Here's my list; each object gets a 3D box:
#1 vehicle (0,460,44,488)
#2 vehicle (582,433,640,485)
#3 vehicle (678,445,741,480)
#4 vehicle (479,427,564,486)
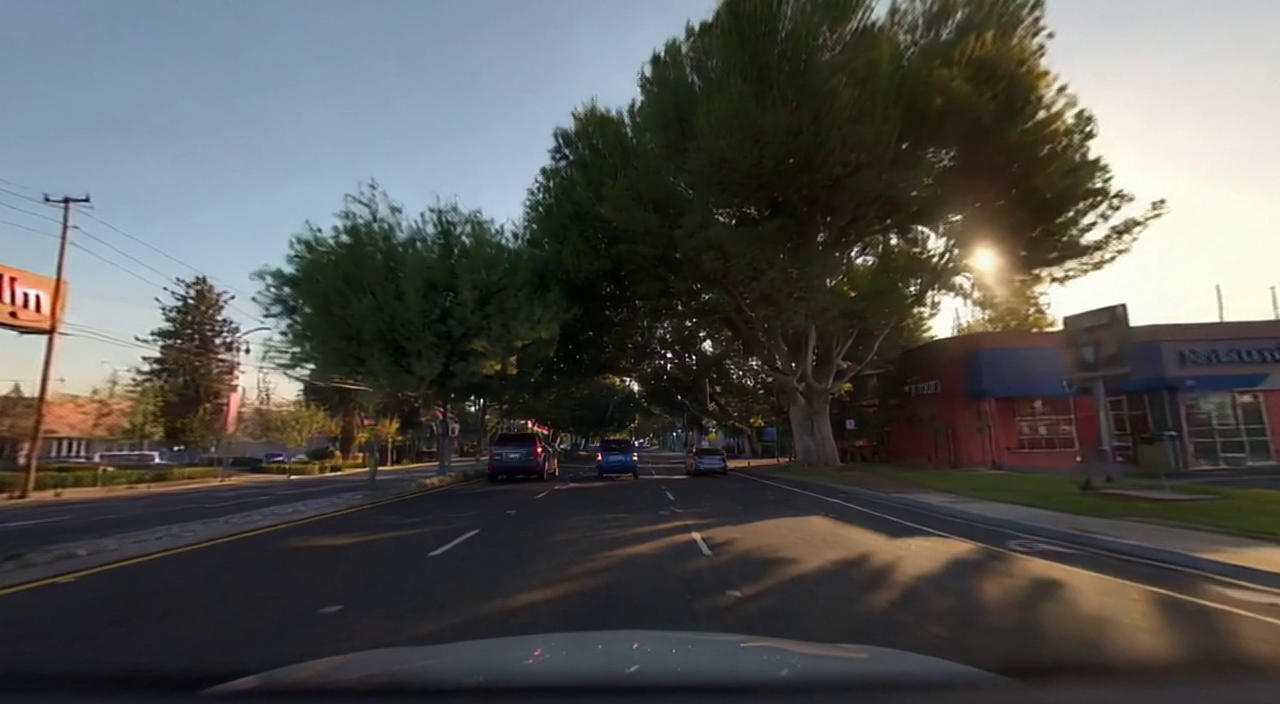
[{"bbox_3d":[-38.706,7.448,38.677,1.871,1.468,4.670,4,-9,-27],"label":"vehicle"},{"bbox_3d":[-1.035,4.084,24.325,2.061,1.809,4.141,0,-8,-1],"label":"vehicle"},{"bbox_3d":[3.089,5.049,29.201,2.207,1.447,4.418,0,-8,-3],"label":"vehicle"},{"bbox_3d":[-4.401,4.012,24.508,2.252,1.999,5.605,0,-8,0],"label":"vehicle"}]
